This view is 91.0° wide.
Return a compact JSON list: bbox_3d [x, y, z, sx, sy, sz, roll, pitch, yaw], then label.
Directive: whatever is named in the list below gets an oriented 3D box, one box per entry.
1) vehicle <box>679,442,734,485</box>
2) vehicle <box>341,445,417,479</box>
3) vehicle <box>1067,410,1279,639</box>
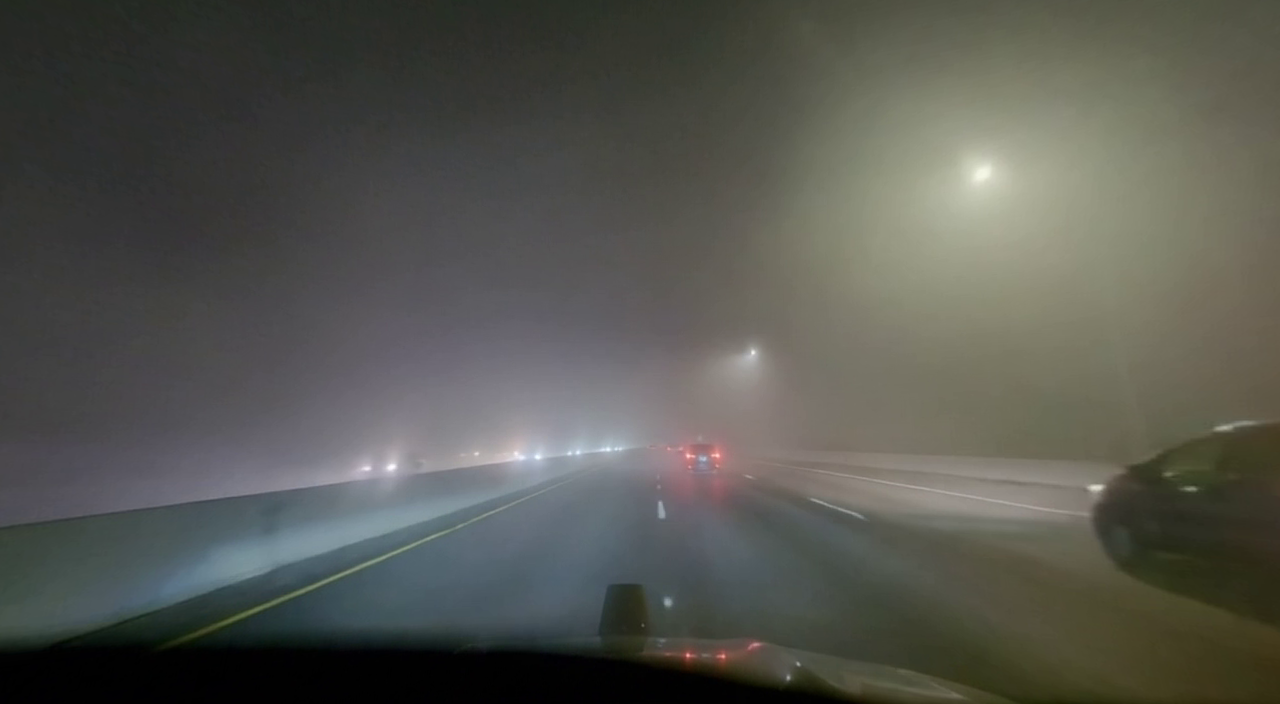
[{"bbox_3d":[2.325,3.969,22.764,1.683,1.400,3.868,-1,-8,2],"label":"vehicle"},{"bbox_3d":[-13.610,5.731,33.086,1.960,1.608,4.315,-1,-8,3],"label":"vehicle"},{"bbox_3d":[5.292,1.184,4.329,1.770,1.566,4.282,0,-8,2],"label":"vehicle"}]
